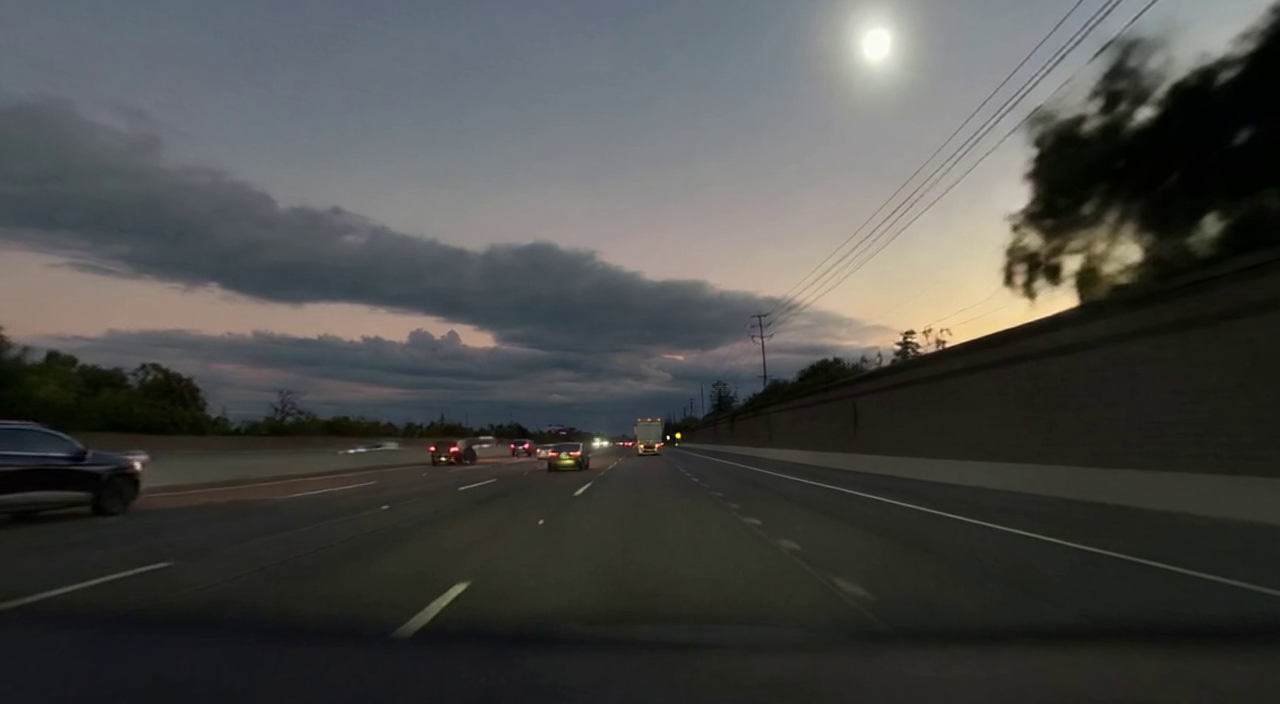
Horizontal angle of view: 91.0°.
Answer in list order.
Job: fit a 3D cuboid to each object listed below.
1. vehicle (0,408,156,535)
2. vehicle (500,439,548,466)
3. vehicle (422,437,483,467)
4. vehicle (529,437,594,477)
[{"bbox_3d":[-10.603,1.759,9.247,2.310,1.853,5.817,0,-9,1],"label":"vehicle"},{"bbox_3d":[-6.856,5.999,37.705,1.946,1.514,4.687,0,-9,1],"label":"vehicle"},{"bbox_3d":[-10.842,5.823,36.790,2.058,1.621,4.739,0,-9,1],"label":"vehicle"},{"bbox_3d":[-3.189,4.429,26.719,2.045,1.532,4.954,0,-9,1],"label":"vehicle"}]
